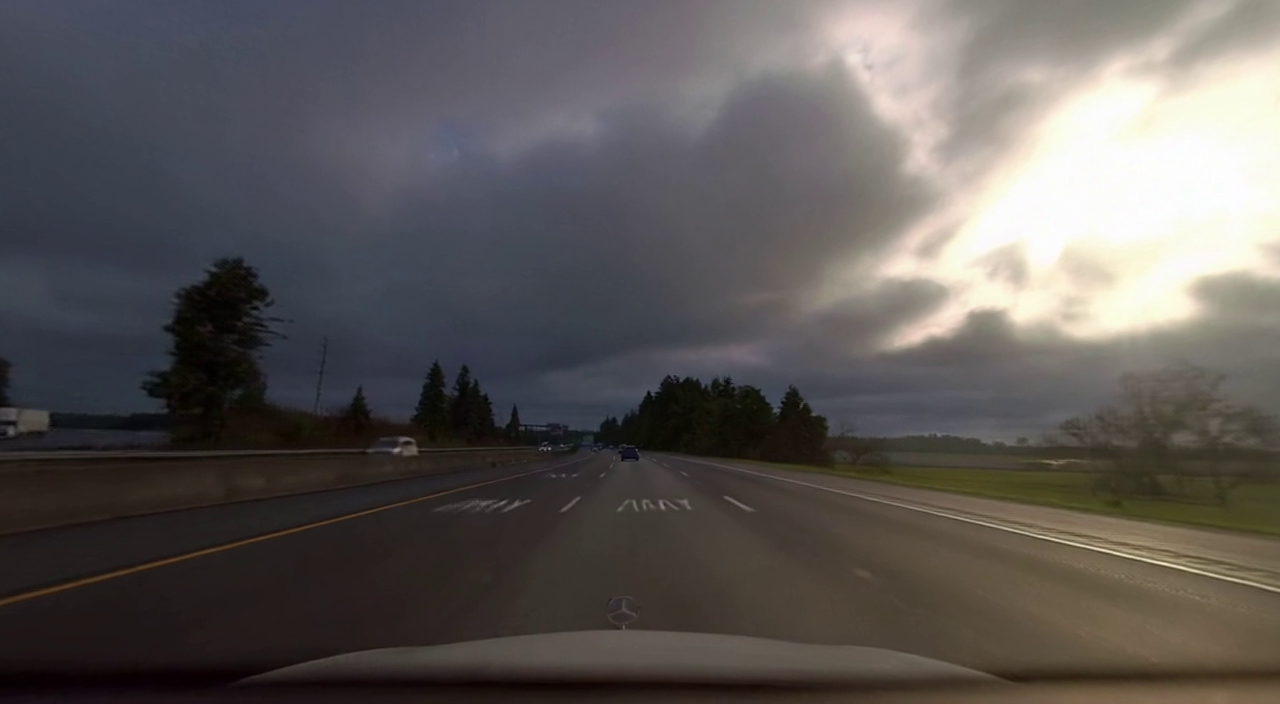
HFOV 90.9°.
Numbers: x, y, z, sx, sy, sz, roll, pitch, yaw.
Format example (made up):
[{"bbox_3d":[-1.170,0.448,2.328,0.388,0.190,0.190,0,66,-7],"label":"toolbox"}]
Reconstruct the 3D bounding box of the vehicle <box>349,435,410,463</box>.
[{"bbox_3d":[-16.544,6.178,40.221,2.082,1.628,4.275,0,-9,-1],"label":"vehicle"}]
